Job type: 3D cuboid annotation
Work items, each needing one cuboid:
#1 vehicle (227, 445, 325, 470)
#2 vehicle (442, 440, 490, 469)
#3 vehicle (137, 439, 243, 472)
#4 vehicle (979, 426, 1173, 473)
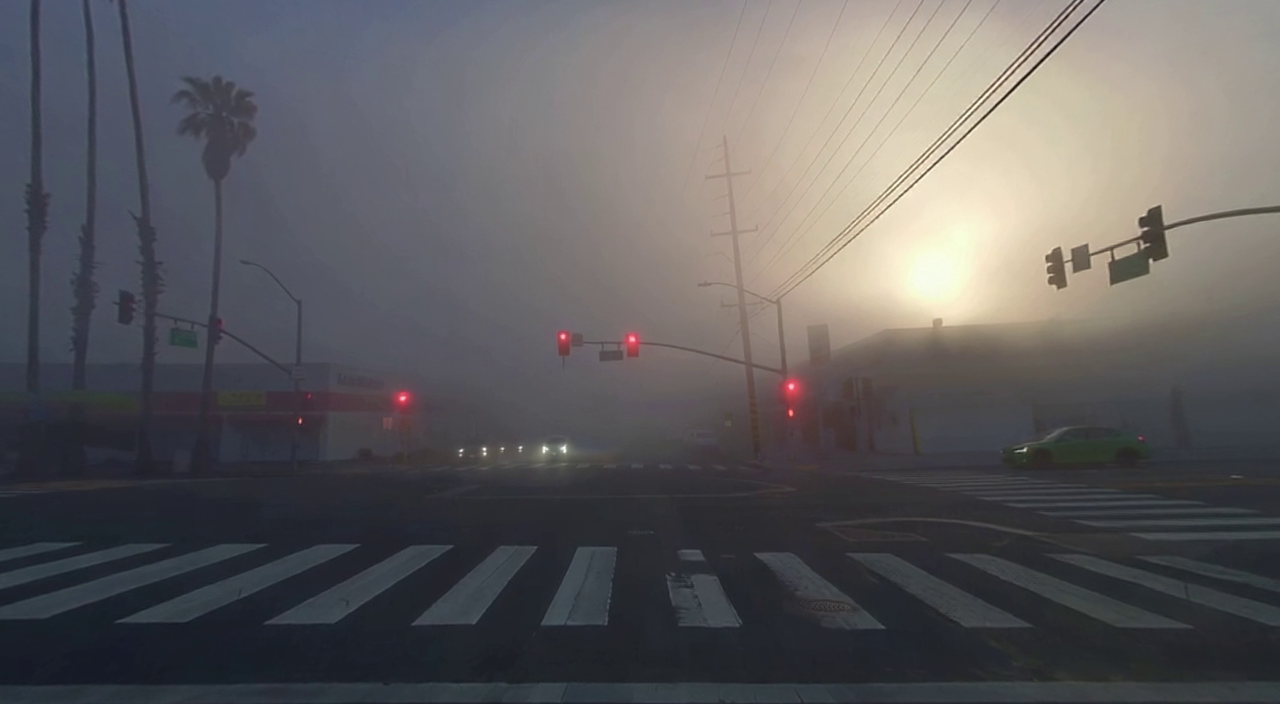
[{"bbox_3d":[-22.306,6.483,38.833,4.849,1.444,1.881,0,-9,2],"label":"vehicle"},{"bbox_3d":[-11.959,7.046,43.781,2.016,1.717,4.287,0,-6,1],"label":"vehicle"},{"bbox_3d":[-25.906,5.976,36.449,4.613,1.820,2.021,-1,-9,4],"label":"vehicle"},{"bbox_3d":[14.405,3.257,21.167,4.918,1.479,1.897,-1,-9,7],"label":"vehicle"}]
